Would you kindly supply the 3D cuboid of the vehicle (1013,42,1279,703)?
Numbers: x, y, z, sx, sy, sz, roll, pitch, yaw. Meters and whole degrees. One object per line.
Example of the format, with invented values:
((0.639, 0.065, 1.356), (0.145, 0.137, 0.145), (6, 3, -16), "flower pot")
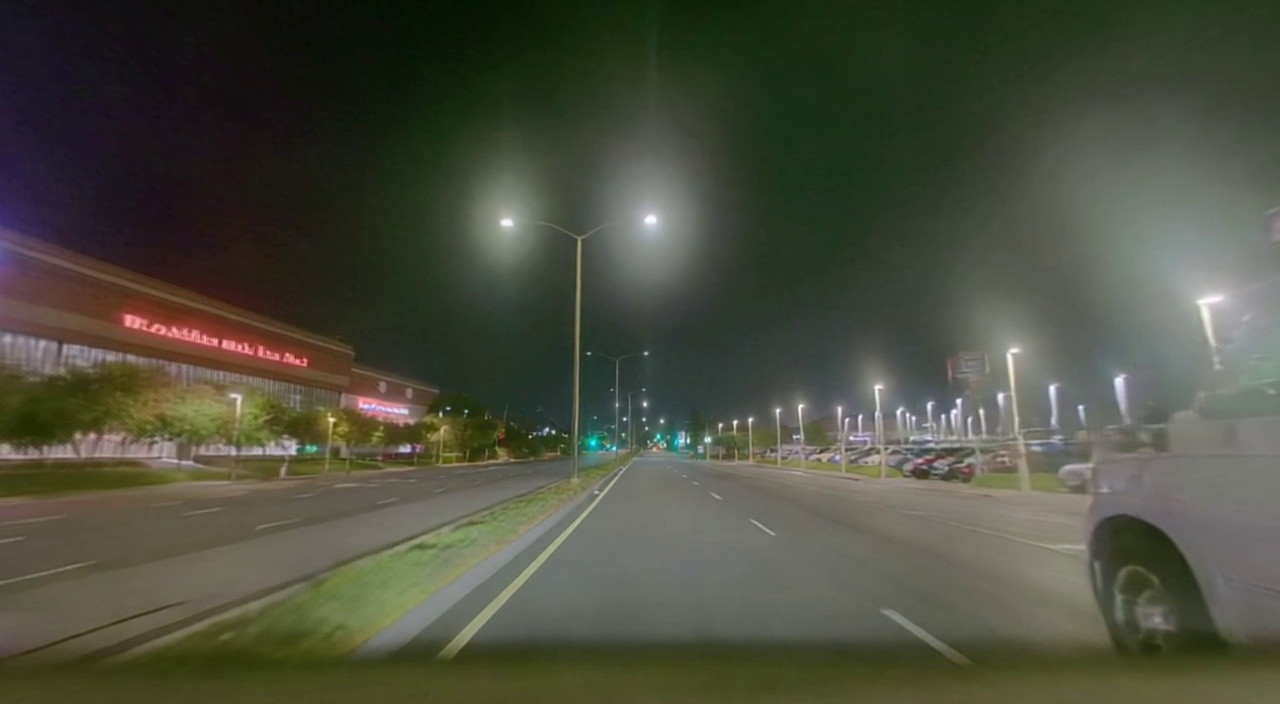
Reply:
((3.266, 0.083, 0.448), (2.484, 2.642, 5.990), (-1, -8, 3), "vehicle")

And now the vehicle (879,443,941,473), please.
((17.227, 6.734, 40.457), (1.882, 1.699, 4.367), (-2, -8, -1), "vehicle")
